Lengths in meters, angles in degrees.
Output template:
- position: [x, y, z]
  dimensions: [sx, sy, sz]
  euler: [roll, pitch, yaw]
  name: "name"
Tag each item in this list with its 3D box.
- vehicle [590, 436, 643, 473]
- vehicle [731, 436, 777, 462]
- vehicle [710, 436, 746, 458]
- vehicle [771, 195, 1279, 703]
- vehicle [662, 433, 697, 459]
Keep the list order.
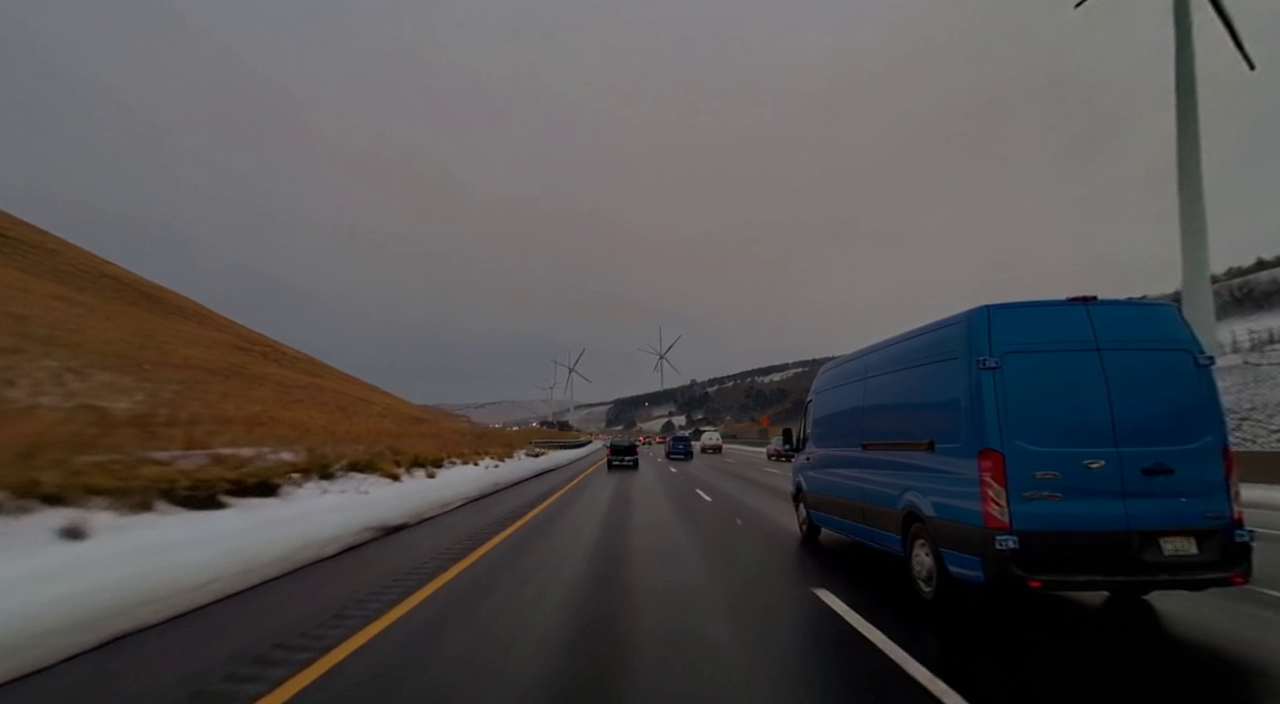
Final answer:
- position: [-0.933, 4.278, 26.574]
  dimensions: [2.082, 1.445, 3.826]
  euler: [0, -8, -1]
  name: "vehicle"
- position: [6.890, 5.901, 38.681]
  dimensions: [1.858, 1.475, 4.421]
  euler: [0, -8, -2]
  name: "vehicle"
- position: [6.398, 6.944, 46.295]
  dimensions: [1.850, 1.475, 4.460]
  euler: [0, -8, -1]
  name: "vehicle"
- position: [3.093, 0.860, 6.104]
  dimensions: [2.365, 2.630, 5.754]
  euler: [0, -8, 0]
  name: "vehicle"
- position: [2.697, 6.556, 44.289]
  dimensions: [2.108, 1.717, 3.996]
  euler: [0, -8, -1]
  name: "vehicle"
